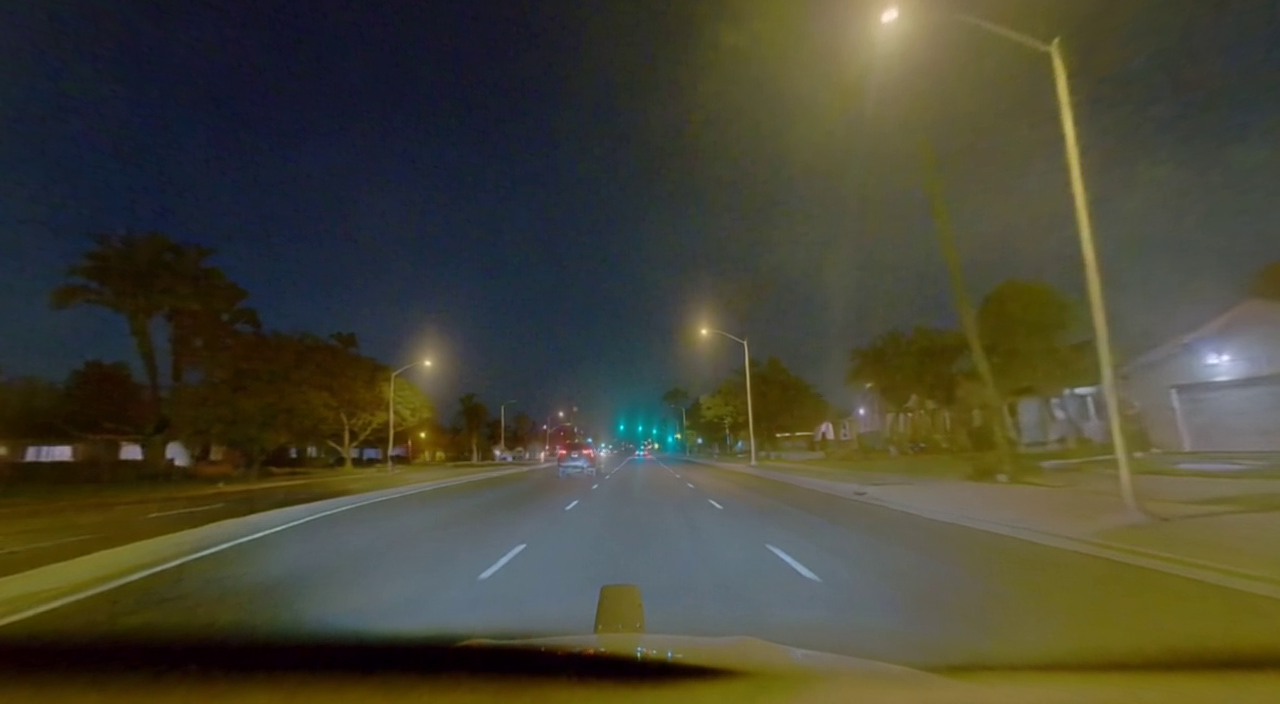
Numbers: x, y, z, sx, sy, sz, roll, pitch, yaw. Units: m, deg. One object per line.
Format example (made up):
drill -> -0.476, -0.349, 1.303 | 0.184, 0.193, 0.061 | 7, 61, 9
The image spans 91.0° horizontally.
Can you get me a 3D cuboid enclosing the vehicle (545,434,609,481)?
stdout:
vehicle -> -2.836, 4.948, 29.800 | 2.370, 1.968, 5.698 | 0, -9, 1
